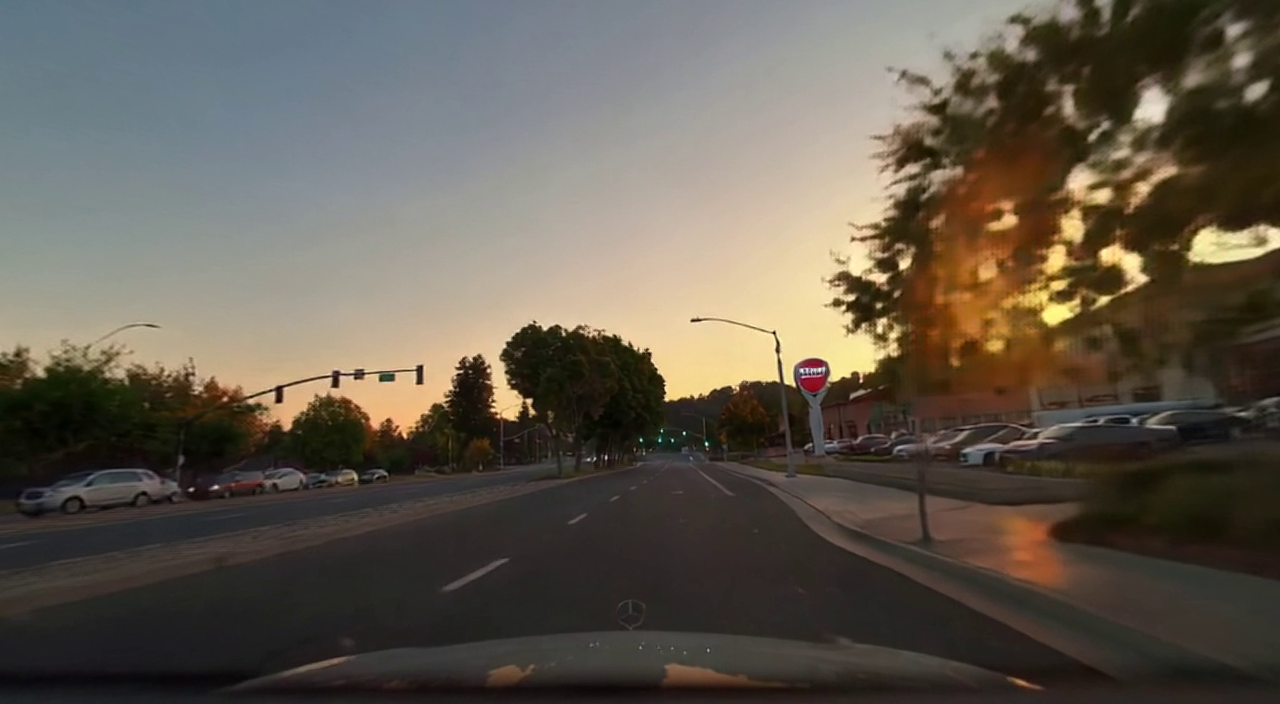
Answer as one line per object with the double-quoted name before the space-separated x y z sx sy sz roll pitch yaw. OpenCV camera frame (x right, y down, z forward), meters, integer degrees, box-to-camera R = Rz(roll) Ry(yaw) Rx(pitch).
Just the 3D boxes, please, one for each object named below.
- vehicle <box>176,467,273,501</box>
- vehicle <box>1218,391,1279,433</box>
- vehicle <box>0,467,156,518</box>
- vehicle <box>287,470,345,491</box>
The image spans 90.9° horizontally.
"vehicle" -22.501 7.151 34.394 1.918 1.503 4.632 -6 -10 4
"vehicle" 24.884 2.320 24.977 3.335 1.398 1.535 -2 -11 -26
"vehicle" -23.281 5.756 26.165 1.967 1.683 5.223 -7 -10 5
"vehicle" -24.381 9.670 47.546 1.827 1.370 4.191 -1 -9 6
